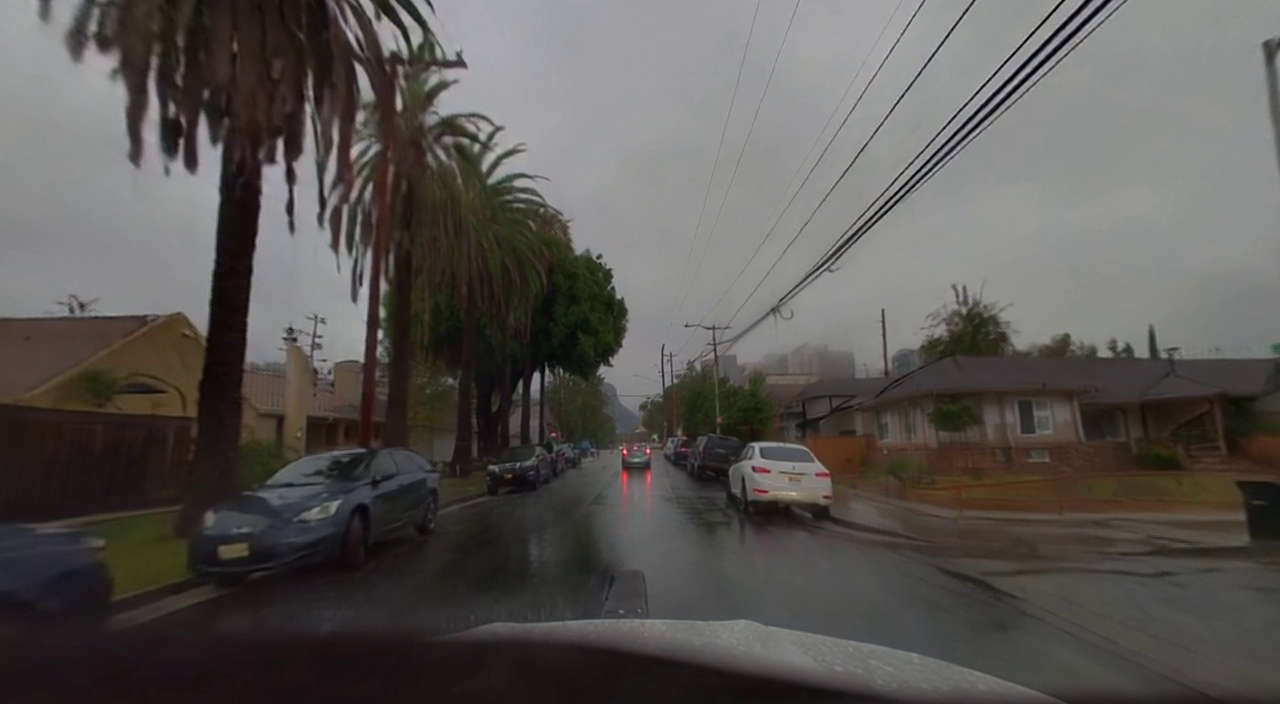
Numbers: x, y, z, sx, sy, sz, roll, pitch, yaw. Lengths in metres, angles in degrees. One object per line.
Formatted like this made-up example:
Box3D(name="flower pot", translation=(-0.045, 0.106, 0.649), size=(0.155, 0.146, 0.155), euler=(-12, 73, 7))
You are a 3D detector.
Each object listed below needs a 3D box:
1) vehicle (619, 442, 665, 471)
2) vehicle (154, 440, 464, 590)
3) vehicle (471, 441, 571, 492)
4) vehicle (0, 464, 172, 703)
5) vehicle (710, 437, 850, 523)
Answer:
Box3D(name="vehicle", translation=(0.020, 5.775, 35.165), size=(2.081, 1.483, 4.599), euler=(1, -8, -6))
Box3D(name="vehicle", translation=(-4.188, 2.088, 9.204), size=(1.769, 1.551, 5.040), euler=(0, -8, 0))
Box3D(name="vehicle", translation=(-3.934, 3.907, 22.021), size=(2.130, 1.543, 5.386), euler=(-1, -8, 3))
Box3D(name="vehicle", translation=(-4.115, 1.075, 1.643), size=(1.875, 1.389, 5.094), euler=(0, -8, 0))
Box3D(name="vehicle", translation=(2.922, 2.785, 14.393), size=(2.060, 1.614, 4.652), euler=(0, -8, -1))
